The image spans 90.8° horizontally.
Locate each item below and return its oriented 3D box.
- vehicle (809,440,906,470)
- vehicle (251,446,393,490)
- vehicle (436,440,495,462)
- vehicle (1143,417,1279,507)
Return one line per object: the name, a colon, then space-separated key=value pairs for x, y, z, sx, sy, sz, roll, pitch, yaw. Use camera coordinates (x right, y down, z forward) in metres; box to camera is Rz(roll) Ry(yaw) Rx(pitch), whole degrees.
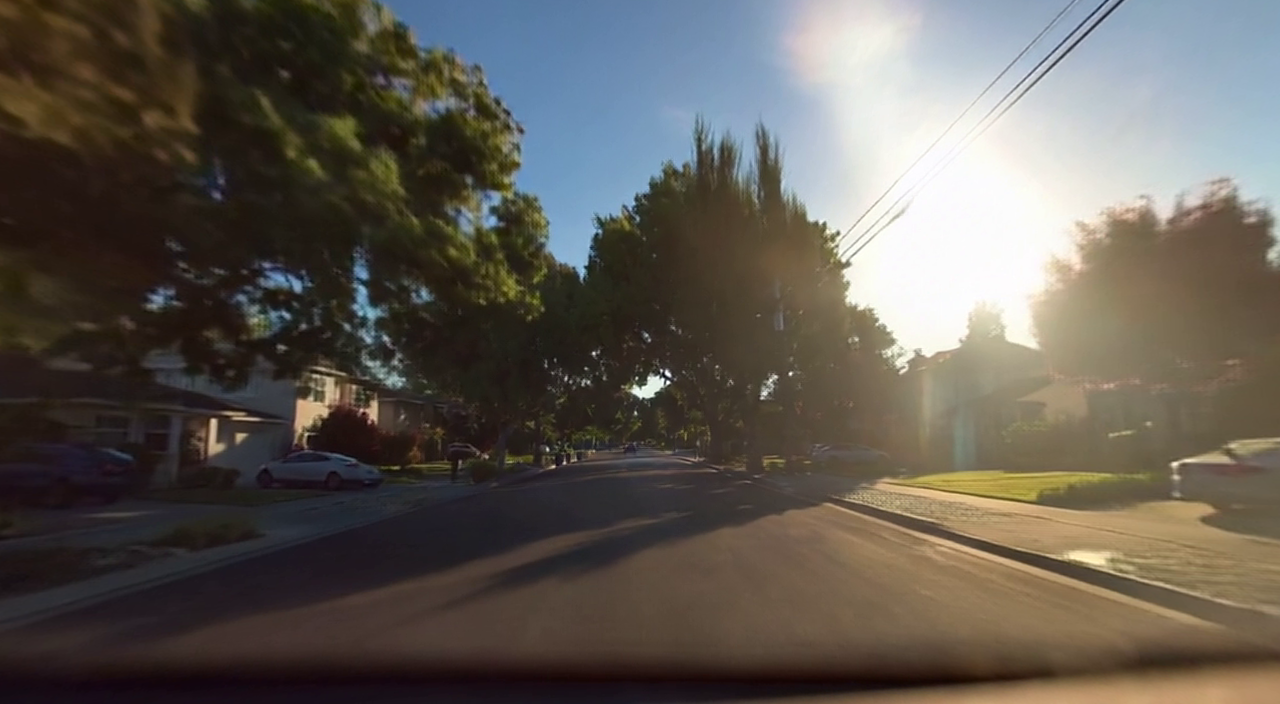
vehicle: x=11.819 y=5.644 z=34.549 sx=4.626 sy=1.541 sz=1.866 roll=1 pitch=-9 yaw=-2
vehicle: x=-13.381 y=4.895 z=26.870 sx=4.887 sy=1.788 sz=2.006 roll=0 pitch=-8 yaw=-4
vehicle: x=-13.313 y=7.574 z=48.295 sx=4.265 sy=1.569 sz=1.984 roll=2 pitch=-9 yaw=-15
vehicle: x=12.574 y=1.971 z=11.670 sx=4.646 sy=1.479 sz=2.221 roll=0 pitch=-8 yaw=0
